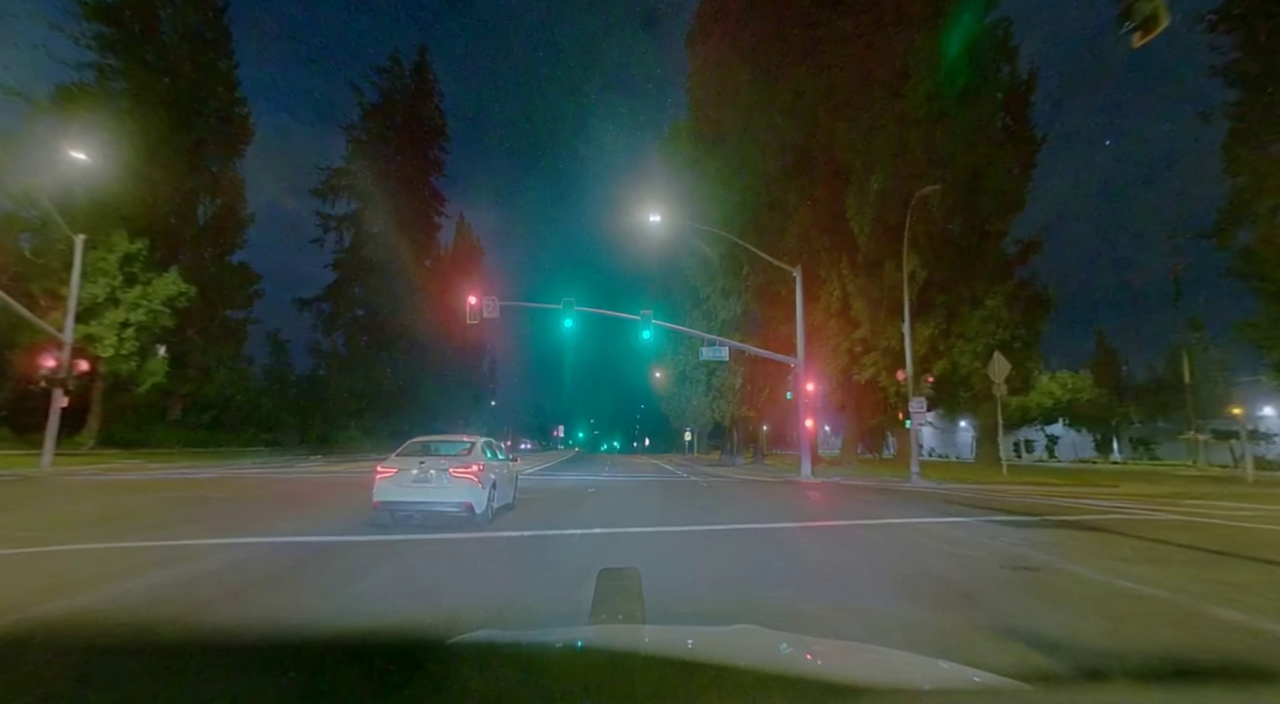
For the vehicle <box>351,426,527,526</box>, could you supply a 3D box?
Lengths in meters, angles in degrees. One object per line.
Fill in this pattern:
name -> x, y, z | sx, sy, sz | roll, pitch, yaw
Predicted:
vehicle -> -3.477, 2.223, 11.898 | 1.915, 1.521, 4.283 | 0, -8, 0
